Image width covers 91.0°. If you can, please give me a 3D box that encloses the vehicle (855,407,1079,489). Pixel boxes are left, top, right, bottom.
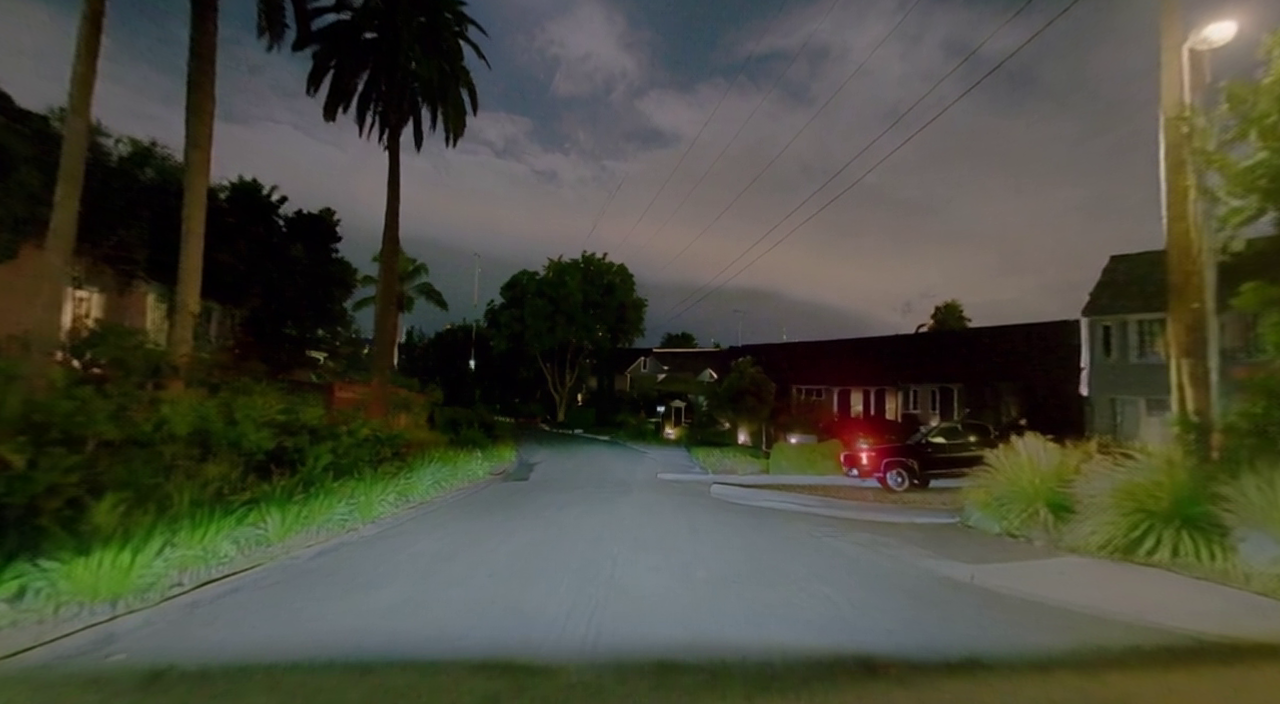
[{"bbox_3d":[8.797,2.644,16.936,5.663,1.913,2.170,5,-10,-23],"label":"vehicle"}]
